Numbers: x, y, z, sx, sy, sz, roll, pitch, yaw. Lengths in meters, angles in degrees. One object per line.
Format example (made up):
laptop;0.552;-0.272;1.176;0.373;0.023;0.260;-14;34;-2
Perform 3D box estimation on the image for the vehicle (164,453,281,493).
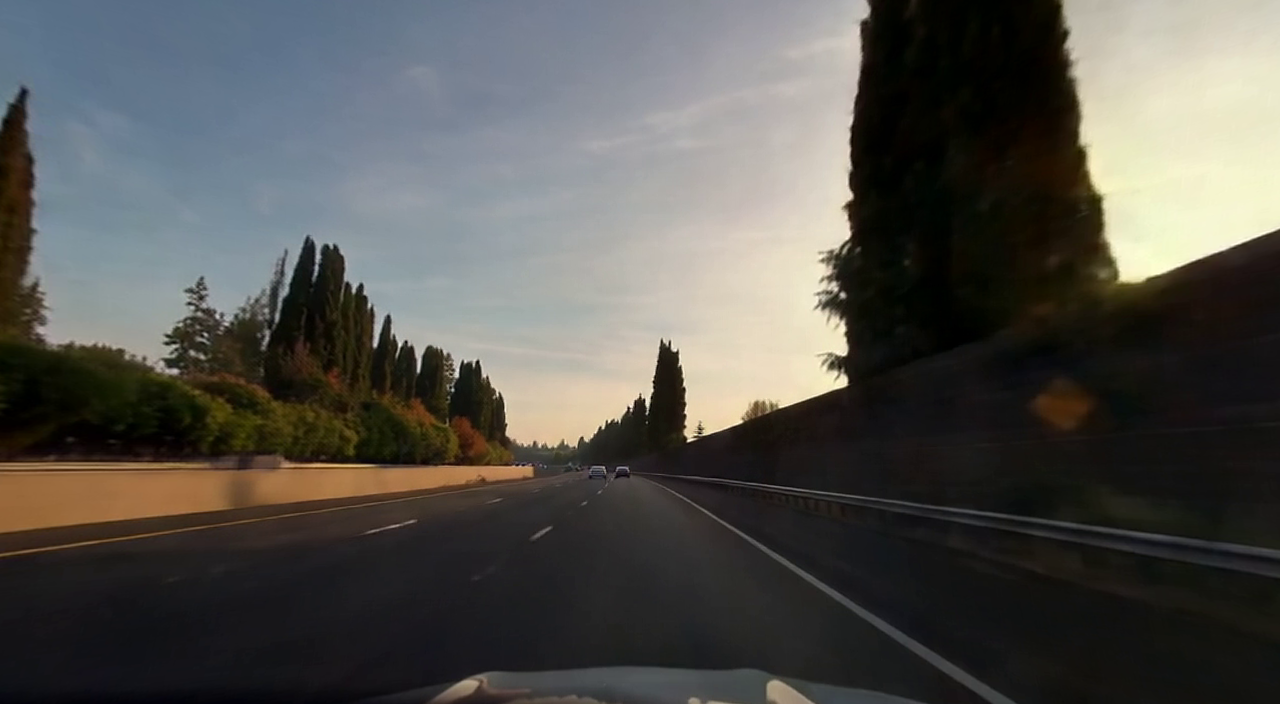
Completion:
vehicle;-16.492;4.816;25.170;1.795;1.451;4.116;1;-10;0
